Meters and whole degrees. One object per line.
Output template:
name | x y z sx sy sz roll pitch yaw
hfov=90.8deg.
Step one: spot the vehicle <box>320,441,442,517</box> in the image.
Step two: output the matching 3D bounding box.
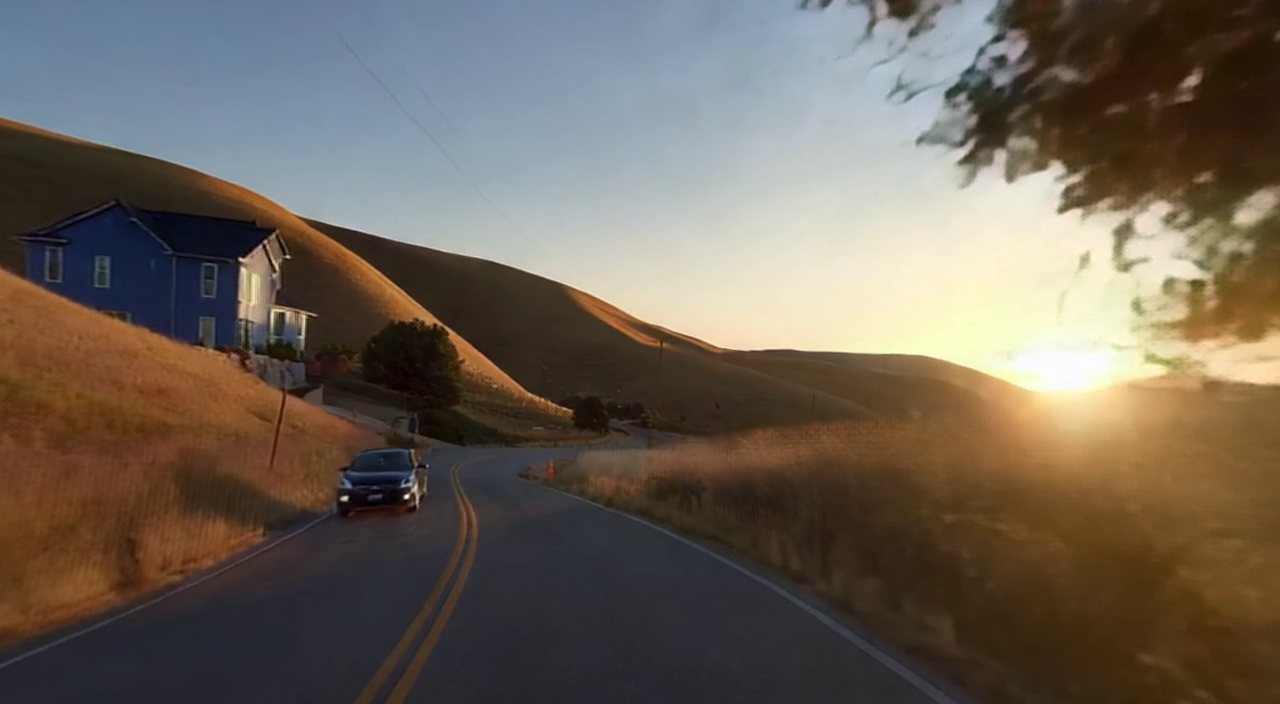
vehicle | -5.895 2.879 14.917 2.063 1.485 3.997 2 -9 -14
